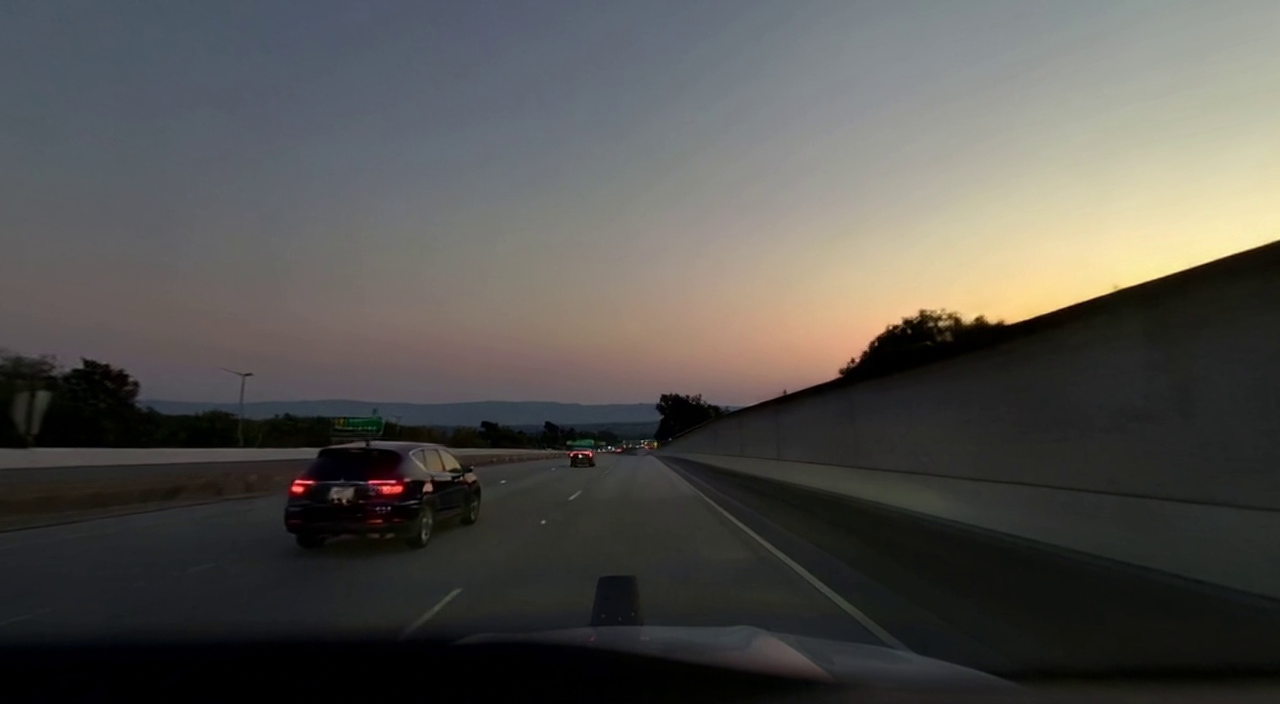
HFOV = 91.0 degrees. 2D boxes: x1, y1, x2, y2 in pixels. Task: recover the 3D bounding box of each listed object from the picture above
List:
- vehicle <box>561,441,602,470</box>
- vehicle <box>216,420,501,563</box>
[{"bbox_3d":[-3.593,6.459,39.637,2.133,1.683,4.340,0,-9,0],"label":"vehicle"},{"bbox_3d":[-3.646,1.891,9.245,2.195,1.573,4.176,0,-9,1],"label":"vehicle"}]
